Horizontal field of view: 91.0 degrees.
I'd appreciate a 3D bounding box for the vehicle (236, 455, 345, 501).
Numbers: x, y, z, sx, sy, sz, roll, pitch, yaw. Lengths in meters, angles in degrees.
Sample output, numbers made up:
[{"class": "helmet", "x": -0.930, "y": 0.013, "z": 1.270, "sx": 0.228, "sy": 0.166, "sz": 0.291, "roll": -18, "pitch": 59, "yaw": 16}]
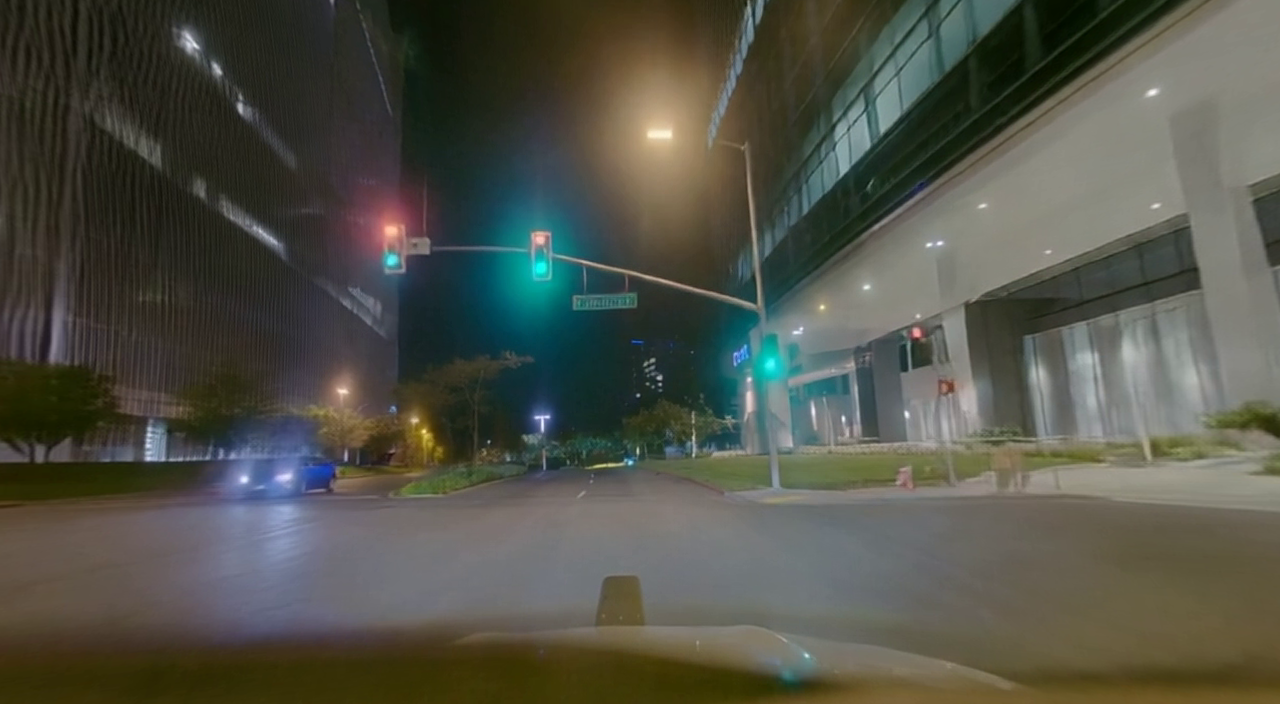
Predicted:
[{"class": "vehicle", "x": -12.878, "y": 4.629, "z": 23.562, "sx": 1.906, "sy": 1.502, "sz": 4.396, "roll": 1, "pitch": -9, "yaw": -5}]
